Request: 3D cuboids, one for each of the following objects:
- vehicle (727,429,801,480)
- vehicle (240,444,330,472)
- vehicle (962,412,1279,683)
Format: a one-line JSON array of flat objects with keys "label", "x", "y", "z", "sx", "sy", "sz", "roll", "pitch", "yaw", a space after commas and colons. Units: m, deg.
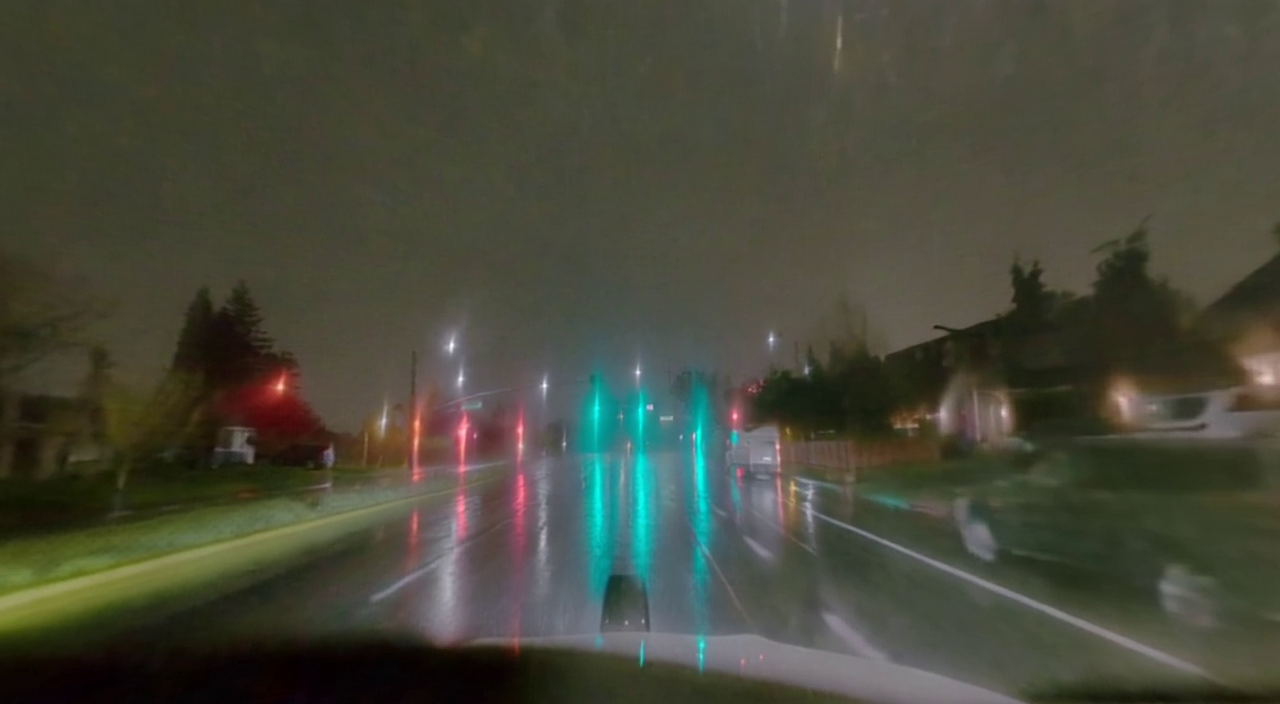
[{"label": "vehicle", "x": 4.882, "y": 4.107, "z": 25.468, "sx": 2.170, "sy": 1.869, "sz": 4.594, "roll": 0, "pitch": -8, "yaw": 2}, {"label": "vehicle", "x": -22.000, "y": 6.569, "z": 39.214, "sx": 4.334, "sy": 1.668, "sz": 2.069, "roll": 0, "pitch": -8, "yaw": 1}, {"label": "vehicle", "x": 4.579, "y": 1.239, "z": 4.531, "sx": 2.003, "sy": 1.481, "sz": 5.054, "roll": 0, "pitch": -8, "yaw": 2}]
